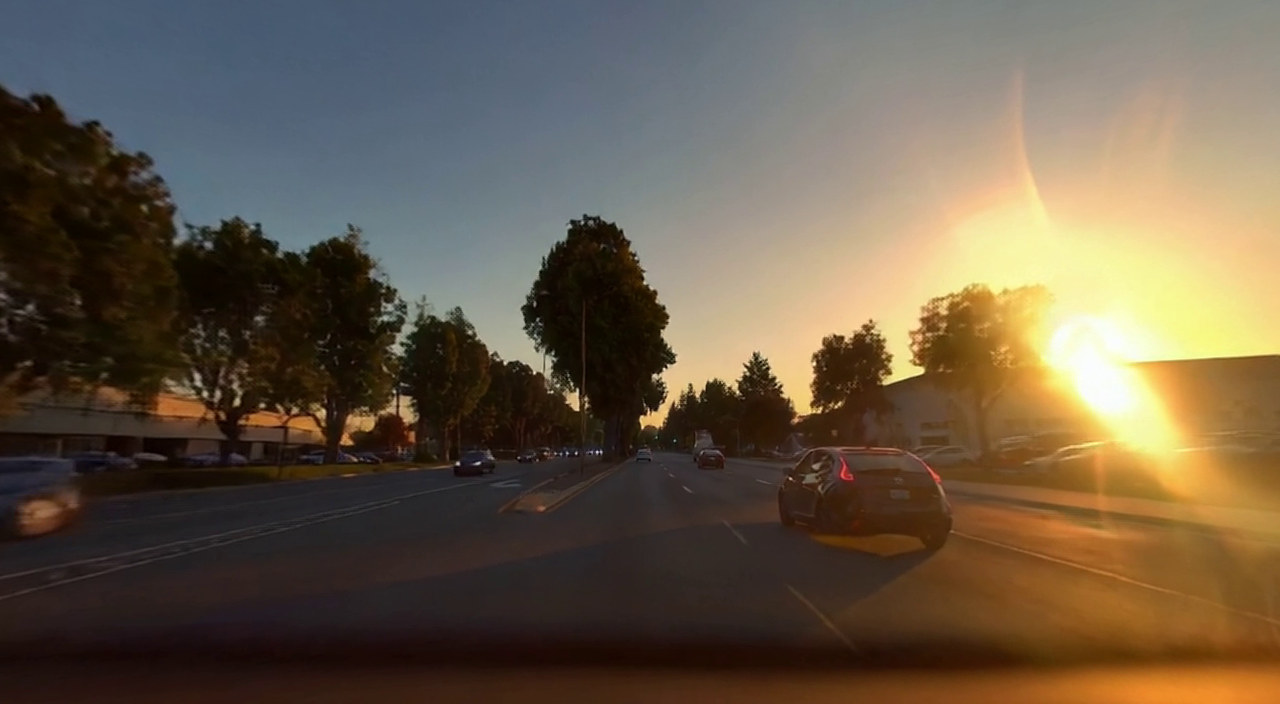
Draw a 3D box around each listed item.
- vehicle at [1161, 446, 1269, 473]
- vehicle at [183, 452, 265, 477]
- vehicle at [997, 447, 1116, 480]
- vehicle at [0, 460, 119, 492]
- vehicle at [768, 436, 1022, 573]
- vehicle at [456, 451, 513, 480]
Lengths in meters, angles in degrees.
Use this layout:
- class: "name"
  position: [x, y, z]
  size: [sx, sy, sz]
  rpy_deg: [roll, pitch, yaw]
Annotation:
- class: "vehicle"
  position: [38.264, 7.139, 41.889]
  size: [1.972, 1.705, 5.035]
  rpy_deg: [8, -12, -43]
- class: "vehicle"
  position: [-29.475, 7.982, 44.560]
  size: [4.409, 1.676, 1.917]
  rpy_deg: [0, -9, -3]
- class: "vehicle"
  position: [19.309, 5.168, 29.268]
  size: [4.127, 1.462, 1.861]
  rpy_deg: [-1, -9, 4]
- class: "vehicle"
  position: [-29.263, 6.164, 31.357]
  size: [4.707, 1.474, 1.964]
  rpy_deg: [0, -9, 1]
- class: "vehicle"
  position: [3.303, 2.048, 9.261]
  size: [1.935, 1.501, 4.384]
  rpy_deg: [0, -9, 1]
- class: "vehicle"
  position: [-8.484, 6.219, 34.598]
  size: [1.946, 1.464, 4.376]
  rpy_deg: [0, -9, 1]
